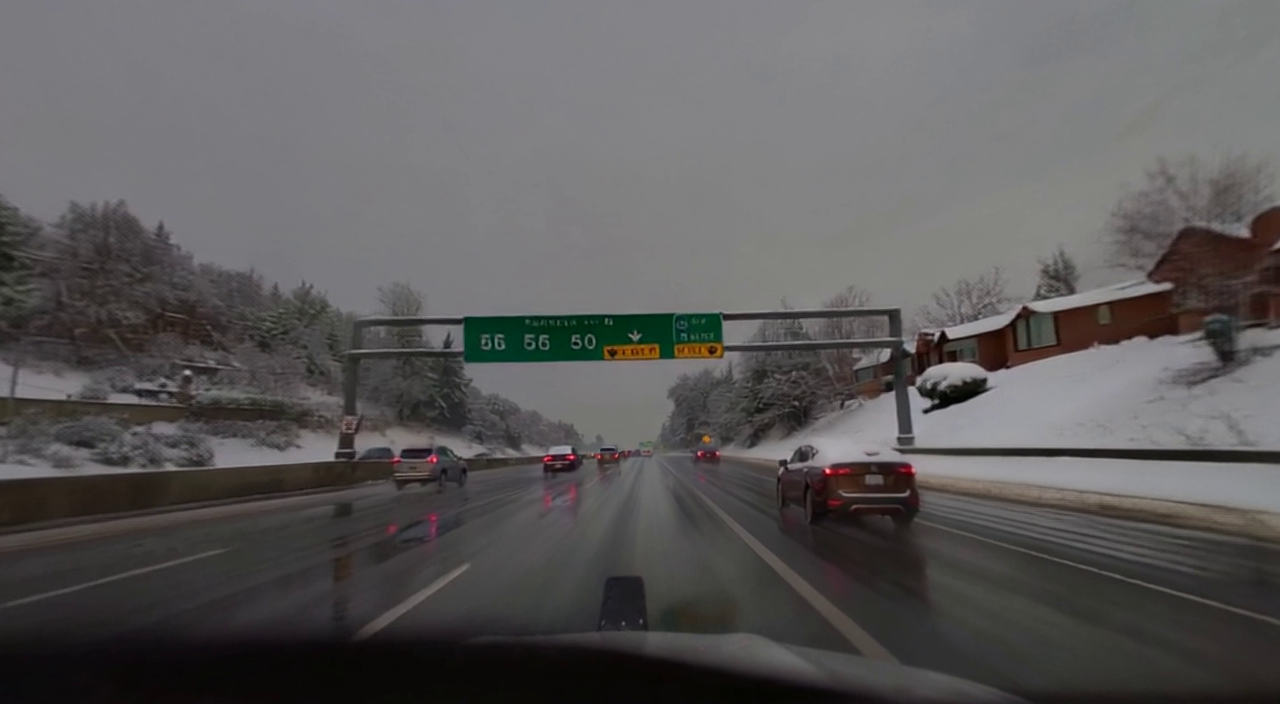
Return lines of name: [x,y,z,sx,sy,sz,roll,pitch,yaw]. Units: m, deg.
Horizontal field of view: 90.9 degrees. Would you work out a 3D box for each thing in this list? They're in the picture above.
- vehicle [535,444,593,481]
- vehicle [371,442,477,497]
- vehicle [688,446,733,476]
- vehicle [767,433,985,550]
vehicle: [-3.458,5.136,29.637,2.136,1.571,4.285,0,-8,1]
vehicle: [-7.283,3.961,21.754,2.057,1.681,4.277,0,-8,1]
vehicle: [3.595,5.662,32.913,1.854,1.438,3.954,0,-8,0]
vehicle: [3.523,2.137,10.425,1.912,1.509,4.291,0,-8,0]
